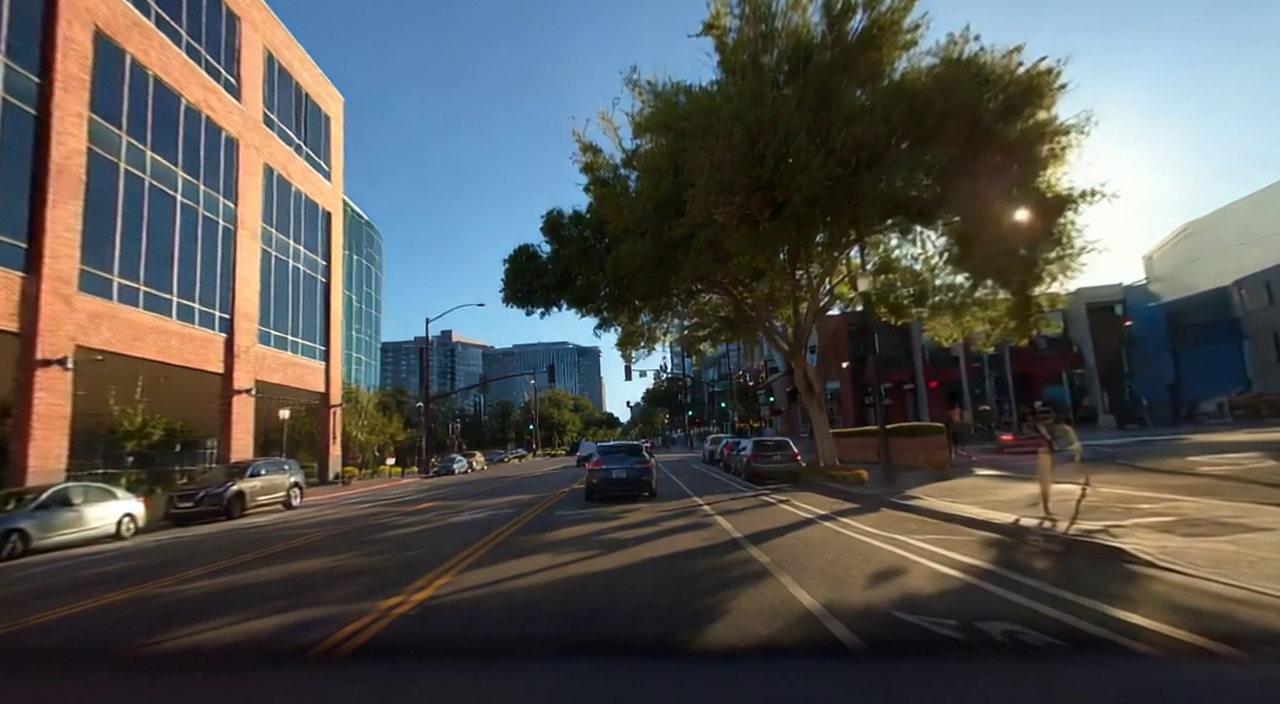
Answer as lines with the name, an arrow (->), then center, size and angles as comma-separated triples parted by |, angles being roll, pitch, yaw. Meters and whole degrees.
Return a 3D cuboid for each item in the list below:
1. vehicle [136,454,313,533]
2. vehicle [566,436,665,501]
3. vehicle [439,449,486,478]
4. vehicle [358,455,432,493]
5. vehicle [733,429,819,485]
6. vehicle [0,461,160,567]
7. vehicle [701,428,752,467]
vehicle -> -11.884, 4.014, 18.623 | 2.090, 1.784, 4.832 | -4, -8, -2
vehicle -> -0.591, 2.979, 16.575 | 2.269, 1.479, 3.980 | 0, -8, -1
vehicle -> -12.165, 7.606, 43.536 | 1.939, 1.668, 4.554 | -6, -8, -1
vehicle -> -12.141, 6.036, 31.577 | 1.968, 1.469, 4.523 | -3, -8, -1
vehicle -> 4.524, 3.569, 21.793 | 1.924, 1.645, 4.528 | -1, -8, 0
vehicle -> -12.081, 3.179, 12.341 | 1.945, 1.712, 4.648 | -7, -8, -2
vehicle -> 4.618, 5.200, 34.515 | 1.972, 1.822, 4.889 | -3, -8, -1
